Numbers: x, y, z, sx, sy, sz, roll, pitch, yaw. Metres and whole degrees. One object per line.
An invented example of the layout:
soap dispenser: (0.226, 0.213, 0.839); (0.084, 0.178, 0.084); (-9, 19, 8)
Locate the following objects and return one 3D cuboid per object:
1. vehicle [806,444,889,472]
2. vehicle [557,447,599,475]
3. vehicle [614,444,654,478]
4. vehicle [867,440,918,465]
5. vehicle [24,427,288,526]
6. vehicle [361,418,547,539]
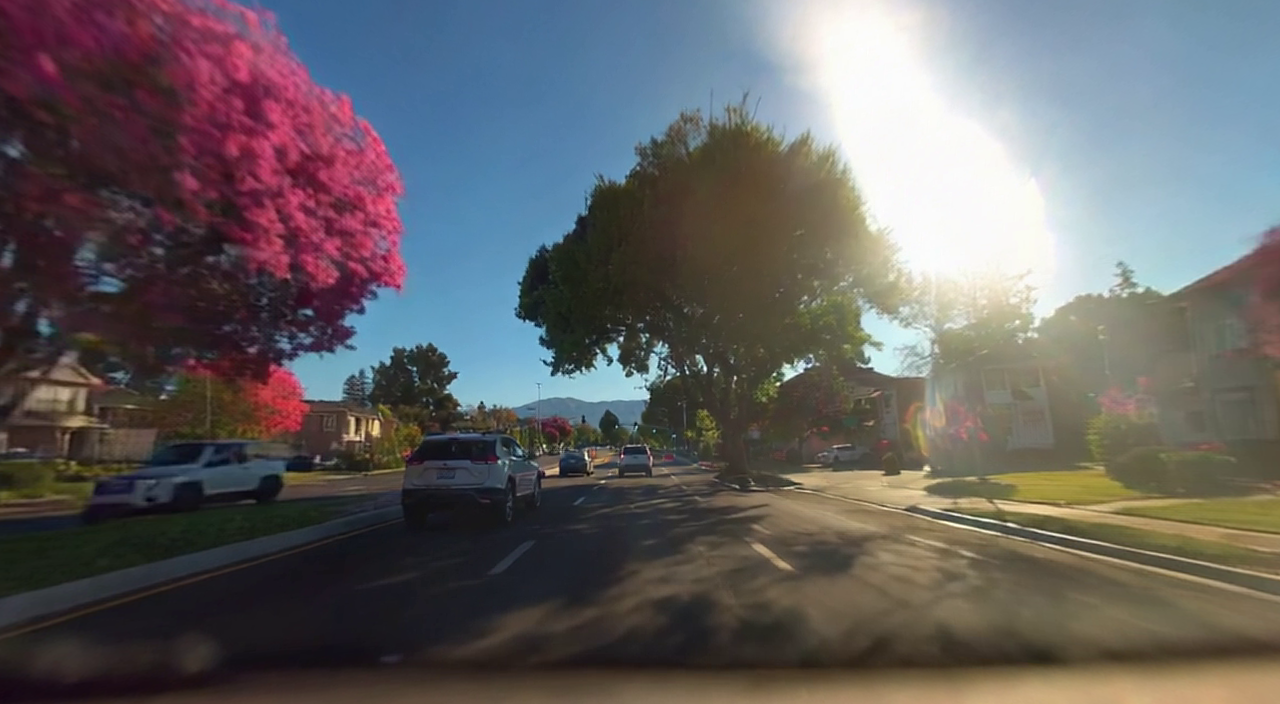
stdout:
vehicle: (12.617, 6.482, 38.738); (4.482, 1.678, 1.890); (-1, -8, 7)
vehicle: (-3.616, 6.439, 37.559); (2.066, 1.565, 3.905); (0, -8, 0)
vehicle: (-0.319, 5.671, 33.081); (1.997, 1.636, 3.760); (0, -8, -1)
vehicle: (18.876, 7.476, 47.322); (1.828, 1.782, 3.871); (1, -8, -7)
vehicle: (-11.352, 2.918, 15.588); (2.152, 1.958, 5.490); (0, -8, 0)
vehicle: (-3.362, 2.398, 12.686); (2.161, 1.919, 4.798); (-1, -8, 1)
